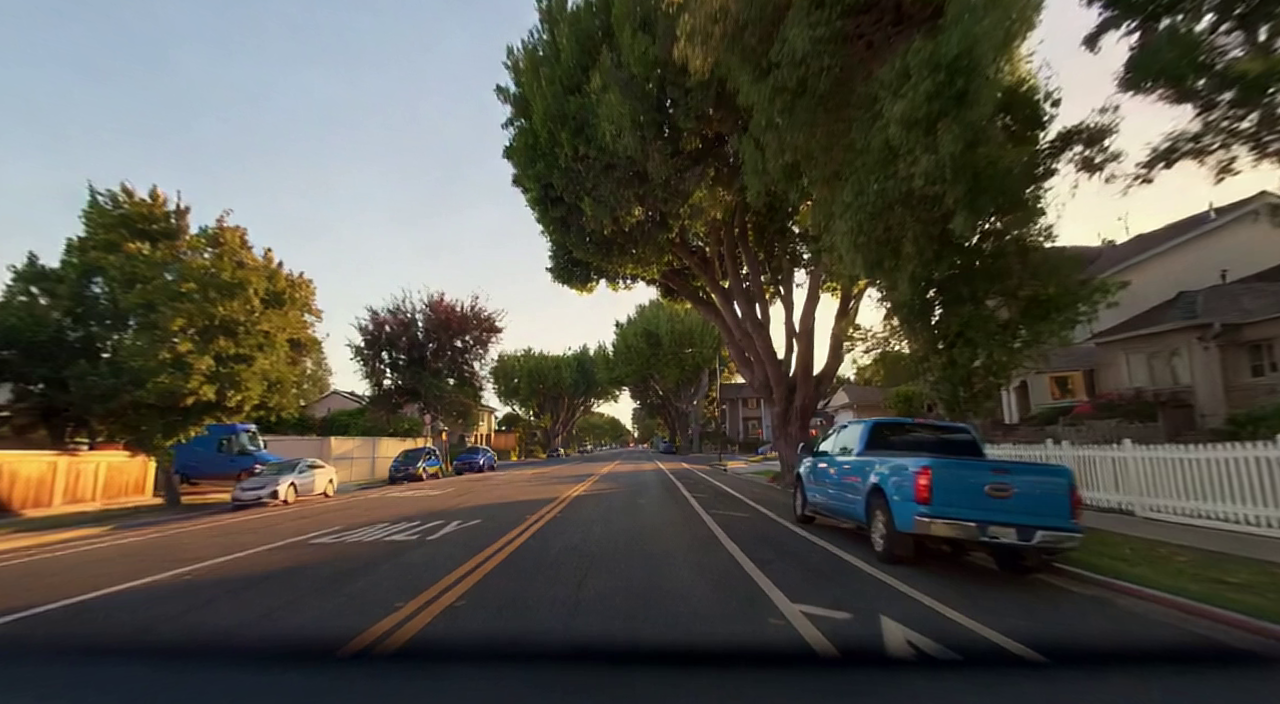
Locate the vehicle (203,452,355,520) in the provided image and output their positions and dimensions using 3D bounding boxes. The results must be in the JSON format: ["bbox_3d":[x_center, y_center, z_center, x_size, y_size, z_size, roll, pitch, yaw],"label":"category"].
[{"bbox_3d":[-11.282,4.156,20.228,2.186,1.532,4.751,-5,-7,-1],"label":"vehicle"}]

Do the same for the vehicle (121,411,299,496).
[{"bbox_3d":[-17.995,4.309,27.100,2.725,3.122,6.348,-2,-9,5],"label":"vehicle"}]

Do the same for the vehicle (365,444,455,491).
[{"bbox_3d":[-11.102,5.578,31.065,2.341,1.835,5.570,-3,-7,0],"label":"vehicle"}]

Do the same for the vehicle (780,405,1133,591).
[{"bbox_3d":[3.941,1.949,9.499,2.407,1.926,5.615,0,-9,0],"label":"vehicle"}]

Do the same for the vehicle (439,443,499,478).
[{"bbox_3d":[-11.071,7.025,41.404,2.241,1.944,5.709,-4,-8,0],"label":"vehicle"}]
